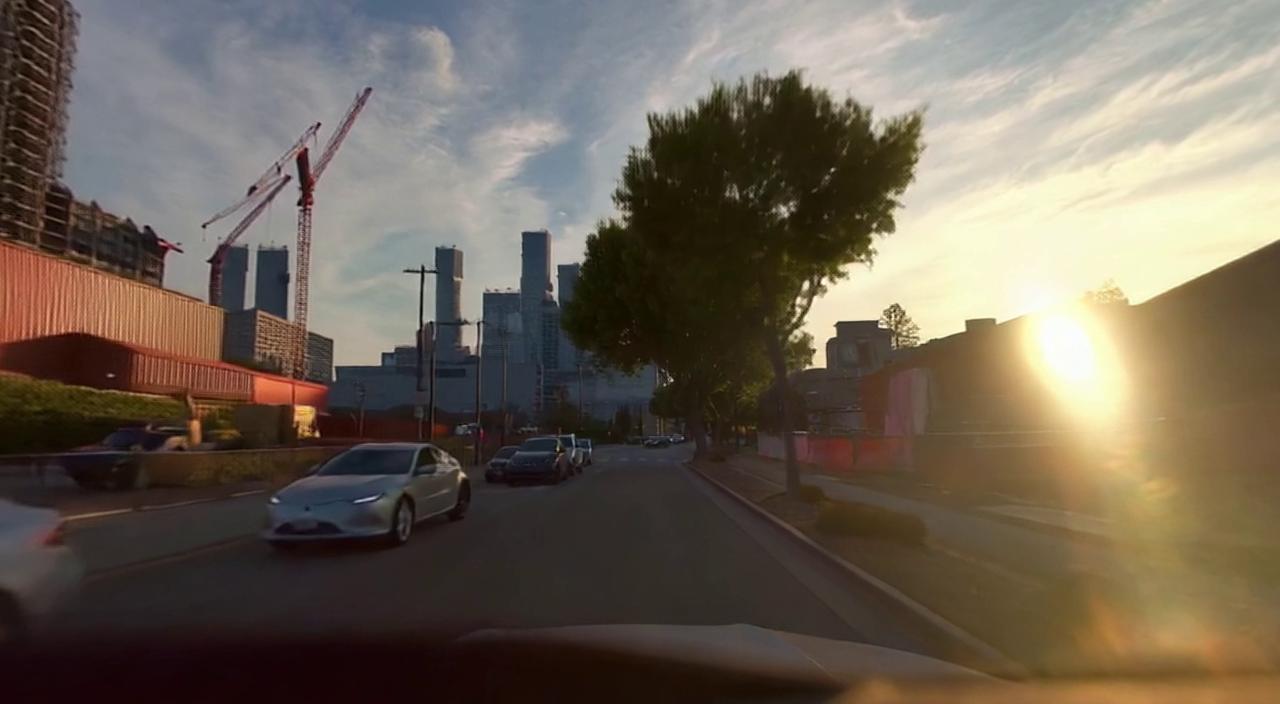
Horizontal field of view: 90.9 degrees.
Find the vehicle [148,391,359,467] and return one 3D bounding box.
[{"bbox_3d":[-13.361,2.707,22.022,6.039,2.449,2.273,-1,-8,6],"label":"vehicle"}]

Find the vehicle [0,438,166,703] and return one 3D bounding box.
[{"bbox_3d":[-4.117,0.972,1.843,1.996,1.411,4.370,-1,-8,1],"label":"vehicle"}]

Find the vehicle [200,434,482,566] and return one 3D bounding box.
[{"bbox_3d":[-3.929,1.964,9.331,1.948,1.460,4.394,0,-8,1],"label":"vehicle"}]

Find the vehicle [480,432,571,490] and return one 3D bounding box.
[{"bbox_3d":[-3.504,3.412,20.170,1.980,1.635,4.153,-1,-8,2],"label":"vehicle"}]
